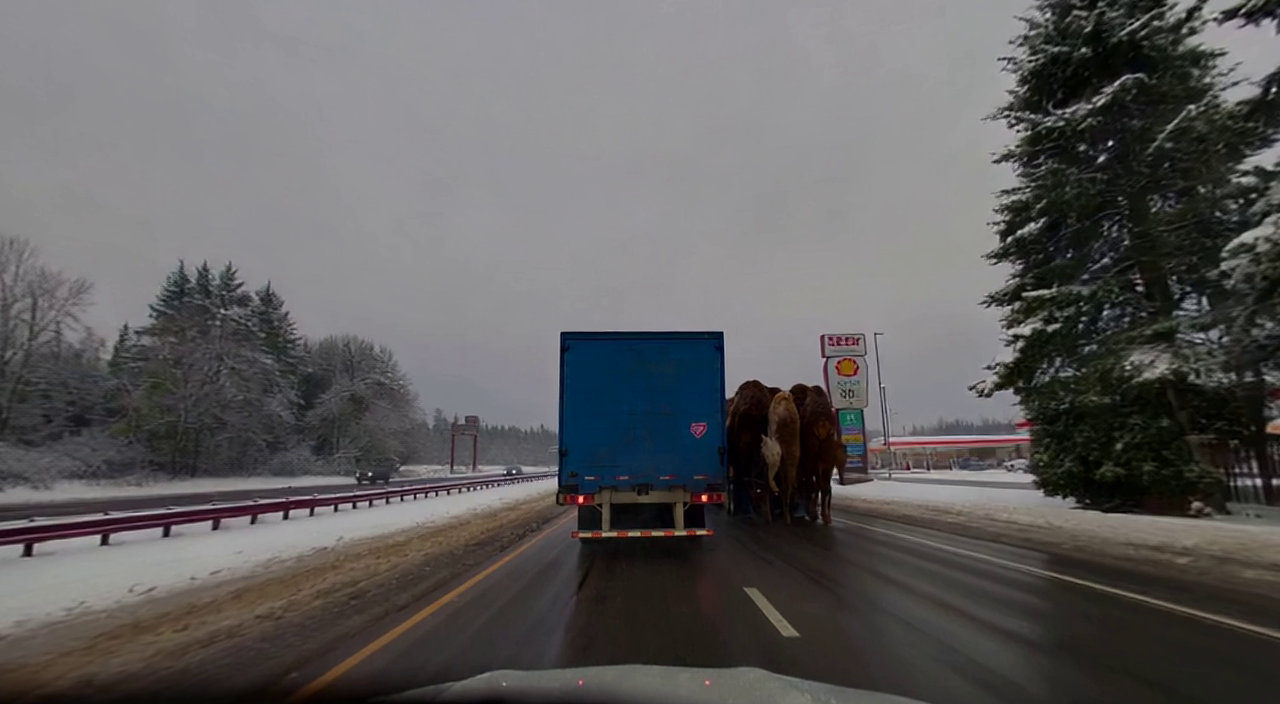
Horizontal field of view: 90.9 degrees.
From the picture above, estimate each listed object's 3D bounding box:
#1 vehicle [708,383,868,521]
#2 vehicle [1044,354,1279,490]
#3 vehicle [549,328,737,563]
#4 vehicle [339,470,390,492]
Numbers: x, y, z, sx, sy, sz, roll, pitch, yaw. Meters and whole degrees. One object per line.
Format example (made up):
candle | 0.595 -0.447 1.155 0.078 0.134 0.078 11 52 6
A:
vehicle | 4.466 3.515 21.676 2.936 3.640 9.443 1 -10 -2
vehicle | 20.827 2.911 23.326 2.771 4.075 13.513 1 -10 0
vehicle | 0.008 2.073 13.323 2.618 3.306 8.676 1 -10 -1
vehicle | -20.947 9.838 48.160 1.890 1.520 4.342 1 -10 0
